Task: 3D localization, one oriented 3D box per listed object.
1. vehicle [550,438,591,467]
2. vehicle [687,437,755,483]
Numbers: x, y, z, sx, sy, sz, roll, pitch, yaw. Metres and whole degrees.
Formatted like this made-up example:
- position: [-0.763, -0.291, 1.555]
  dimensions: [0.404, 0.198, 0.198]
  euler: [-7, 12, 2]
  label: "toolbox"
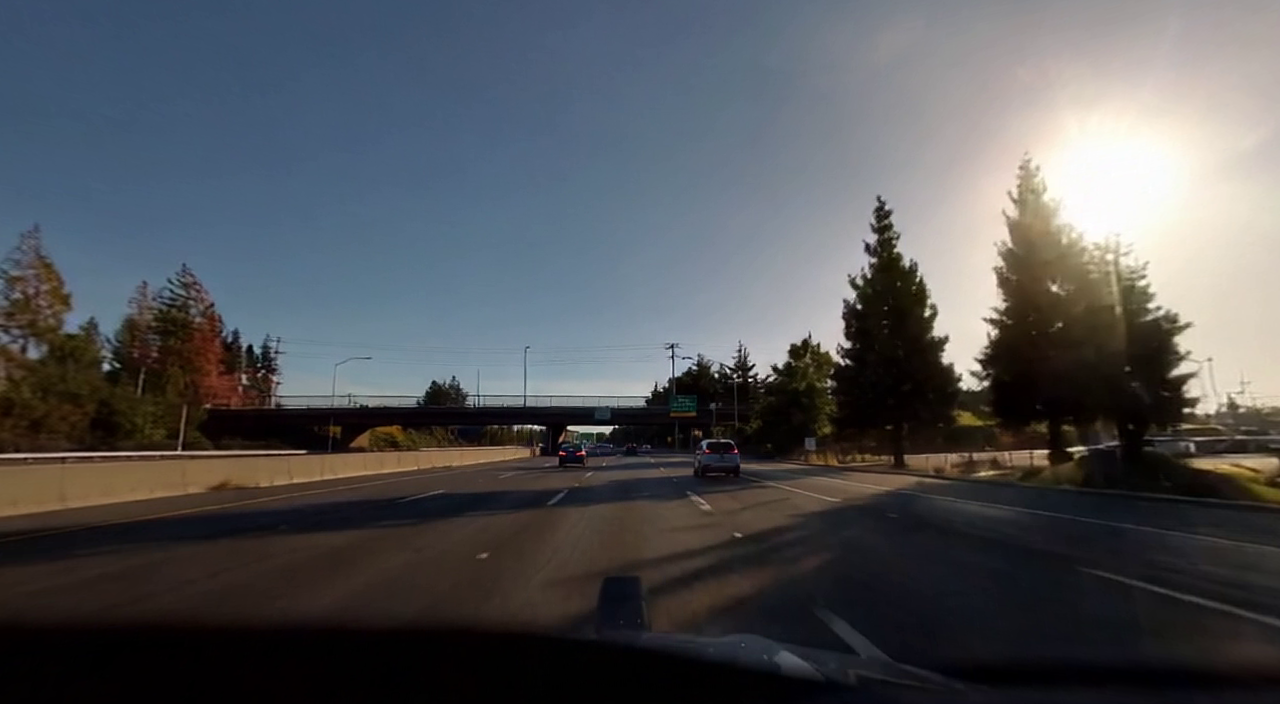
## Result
- position: [-4.506, 6.603, 41.578]
  dimensions: [2.176, 1.779, 4.755]
  euler: [0, -8, 0]
  label: "vehicle"
- position: [3.117, 4.253, 25.217]
  dimensions: [1.997, 1.686, 4.247]
  euler: [0, -8, -2]
  label: "vehicle"
